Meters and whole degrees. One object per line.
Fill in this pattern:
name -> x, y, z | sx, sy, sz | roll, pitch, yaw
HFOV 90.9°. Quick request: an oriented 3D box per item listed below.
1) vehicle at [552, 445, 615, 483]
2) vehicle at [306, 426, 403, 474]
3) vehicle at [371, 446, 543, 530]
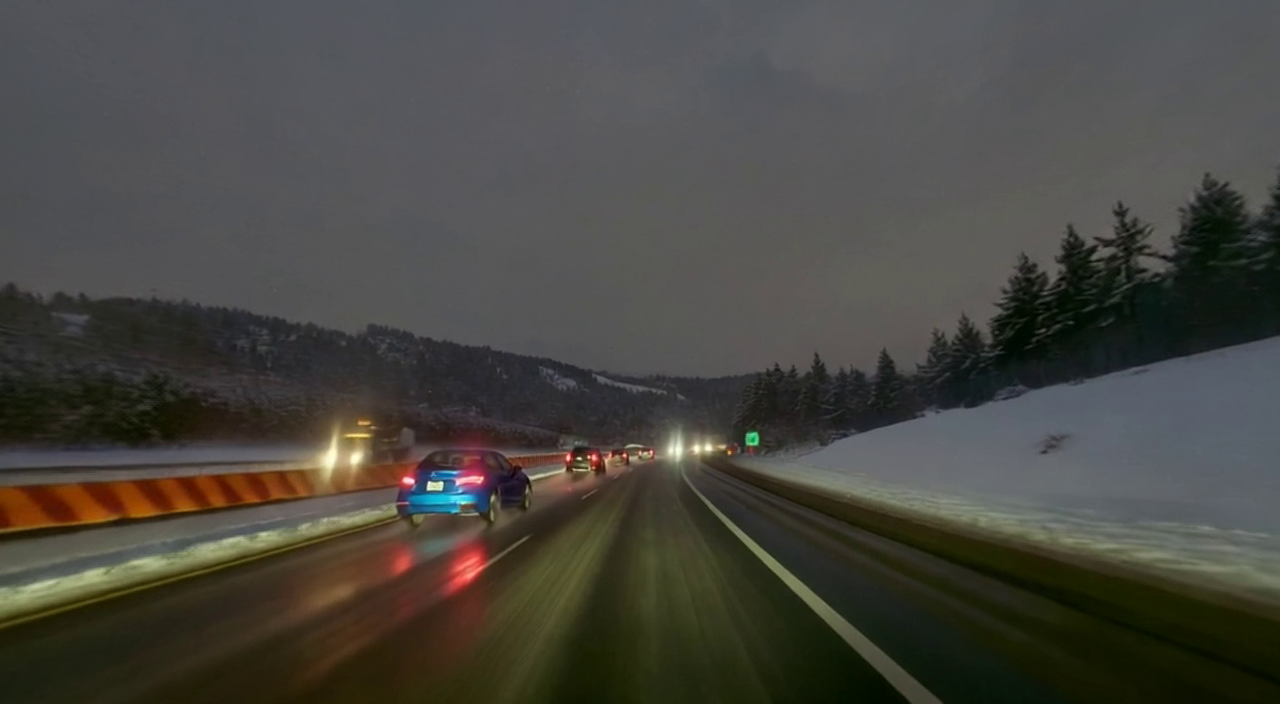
vehicle -> -2.304, 4.730, 26.931 | 2.094, 1.480, 4.124 | -1, -9, 3
vehicle -> -16.360, 5.710, 36.625 | 2.367, 2.544, 6.211 | -1, -9, 4
vehicle -> -3.265, 2.503, 12.179 | 2.061, 1.330, 3.928 | 0, -9, 1
